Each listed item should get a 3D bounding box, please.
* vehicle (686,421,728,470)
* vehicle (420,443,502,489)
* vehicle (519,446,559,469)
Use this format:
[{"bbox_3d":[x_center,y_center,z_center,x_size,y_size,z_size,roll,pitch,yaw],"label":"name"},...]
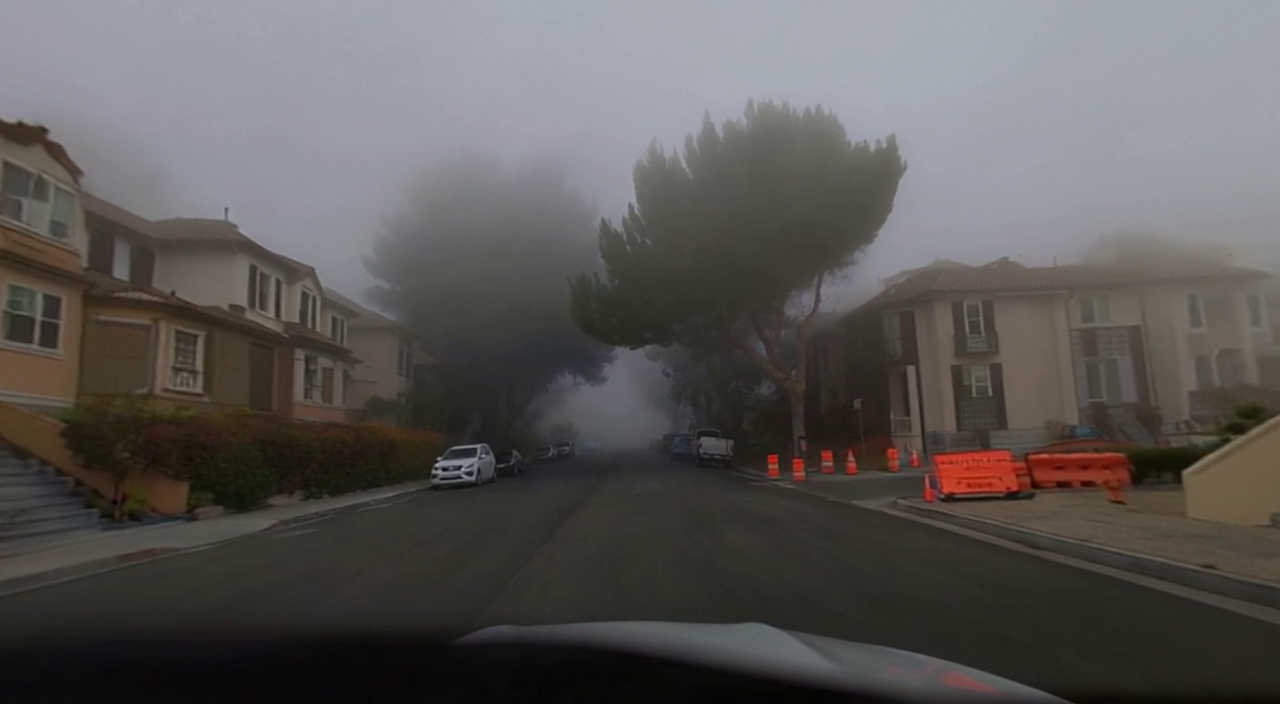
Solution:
[{"bbox_3d":[3.696,5.230,35.384,2.082,2.534,3.248,-2,-8,3],"label":"vehicle"},{"bbox_3d":[-6.855,4.395,24.644,1.957,1.608,4.476,0,-8,-1],"label":"vehicle"},{"bbox_3d":[-6.977,7.300,43.971,1.974,1.479,4.607,0,-8,0],"label":"vehicle"}]
